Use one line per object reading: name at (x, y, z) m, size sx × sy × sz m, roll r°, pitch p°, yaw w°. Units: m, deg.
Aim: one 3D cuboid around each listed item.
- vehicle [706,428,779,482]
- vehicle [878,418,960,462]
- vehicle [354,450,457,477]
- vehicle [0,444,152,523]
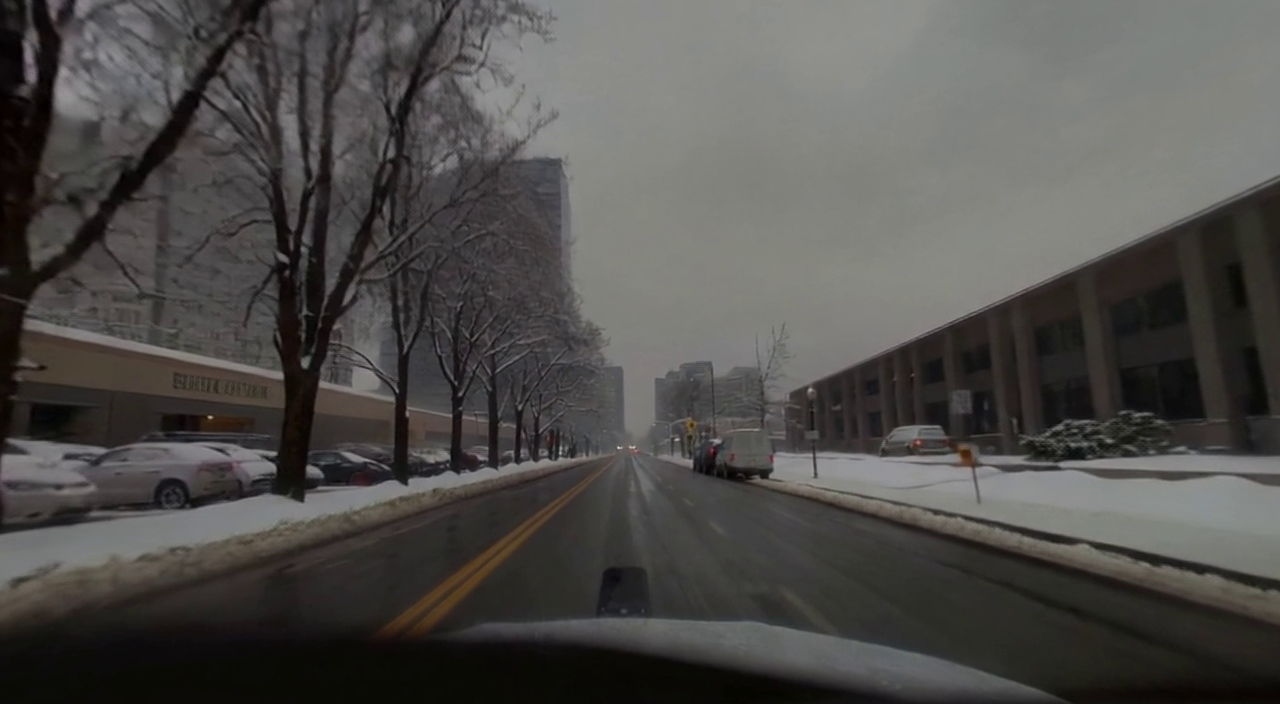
vehicle at (5.156, 5.330, 32.771) m, size 2.596 × 2.509 × 6.178 m, roll 0°, pitch -9°, yaw -2°
vehicle at (18.167, 5.864, 41.574) m, size 2.341 × 2.648 × 6.024 m, roll 1°, pitch -9°, yaw -3°
vehicle at (-13.857, 6.604, 37.496) m, size 5.269 × 1.491 × 2.133 m, roll 0°, pitch -9°, yaw 1°
vehicle at (-13.695, 2.768, 13.585) m, size 4.561 × 1.531 × 2.147 m, roll 0°, pitch -9°, yaw 1°
